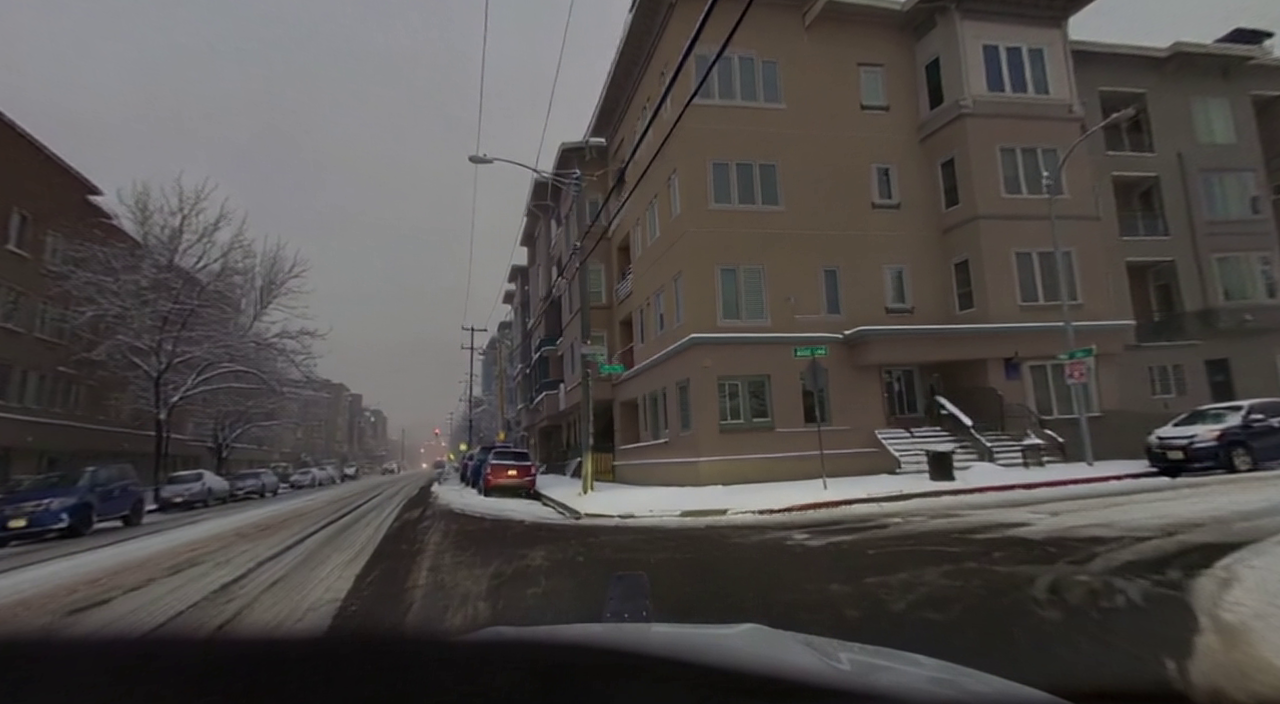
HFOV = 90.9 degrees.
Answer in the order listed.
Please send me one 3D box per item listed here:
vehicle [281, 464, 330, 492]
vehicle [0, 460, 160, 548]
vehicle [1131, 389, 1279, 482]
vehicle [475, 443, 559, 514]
[{"bbox_3d":[-22.314,8.392,42.192,2.032,1.641,4.162,2,-9,-17],"label":"vehicle"},{"bbox_3d":[-14.972,3.861,16.636,2.140,1.874,4.475,2,-9,-17],"label":"vehicle"},{"bbox_3d":[15.750,2.064,16.482,4.259,2.102,2.376,-1,-5,-17],"label":"vehicle"},{"bbox_3d":[-3.894,3.774,19.293,2.164,1.721,4.416,-2,-8,-15],"label":"vehicle"}]
